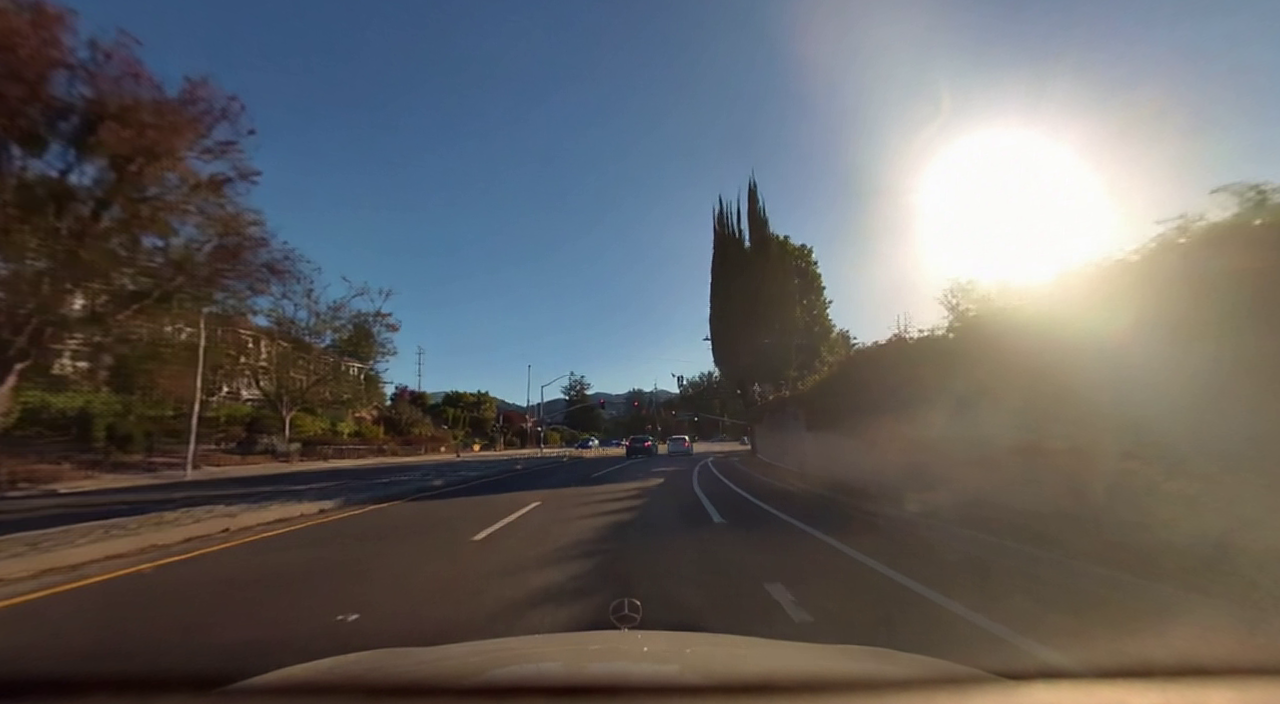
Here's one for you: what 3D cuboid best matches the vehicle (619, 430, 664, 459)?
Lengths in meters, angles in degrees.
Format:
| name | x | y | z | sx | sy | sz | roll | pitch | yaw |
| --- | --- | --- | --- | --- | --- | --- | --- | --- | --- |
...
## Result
| name | x | y | z | sx | sy | sz | roll | pitch | yaw |
| --- | --- | --- | --- | --- | --- | --- | --- | --- | --- |
| vehicle | 0.161 | 6.068 | 41.231 | 2.152 | 1.822 | 4.391 | -1 | -8 | 11 |
